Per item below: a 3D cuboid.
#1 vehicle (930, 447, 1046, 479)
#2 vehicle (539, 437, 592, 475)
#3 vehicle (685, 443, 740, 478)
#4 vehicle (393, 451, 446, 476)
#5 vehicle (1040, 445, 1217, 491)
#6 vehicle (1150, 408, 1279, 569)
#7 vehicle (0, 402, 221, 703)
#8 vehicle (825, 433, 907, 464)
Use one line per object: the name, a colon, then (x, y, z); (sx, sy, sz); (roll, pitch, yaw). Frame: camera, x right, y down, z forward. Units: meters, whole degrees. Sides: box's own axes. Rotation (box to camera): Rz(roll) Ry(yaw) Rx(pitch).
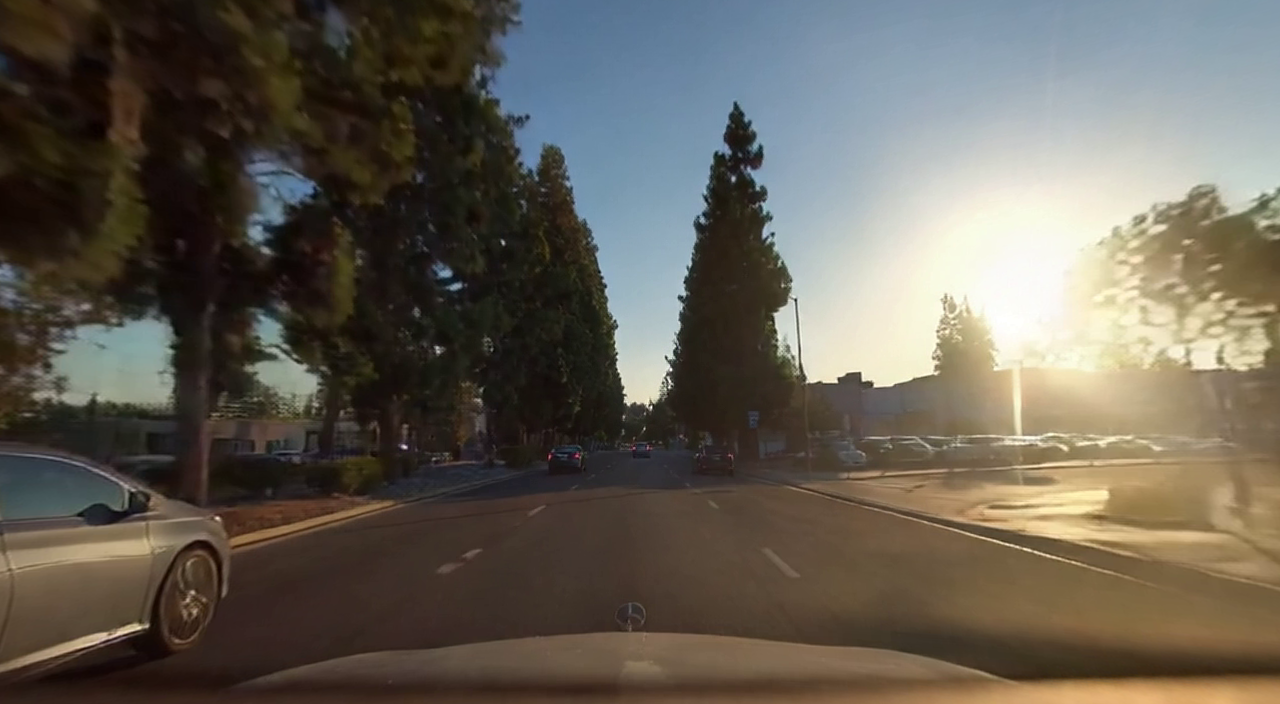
vehicle: (16.818, 5.328, 30.525); (4.717, 1.461, 1.874); (2, -9, -11)
vehicle: (-3.645, 5.204, 31.647); (2.051, 1.747, 4.370); (0, -9, 1)
vehicle: (3.309, 5.055, 29.652); (2.010, 1.486, 4.498); (0, -9, -1)
vehicle: (-14.717, 7.437, 42.293); (1.977, 1.491, 4.496); (1, -8, -1)
vehicle: (16.749, 3.982, 21.739); (4.624, 1.460, 1.901); (1, -9, -4)
vehicle: (9.305, 1.631, 7.739); (4.526, 1.768, 2.056); (1, -9, -8)
vehicle: (-3.924, 0.831, 1.760); (1.988, 1.530, 5.155); (0, -9, 0)
vehicle: (14.118, 6.081, 39.744); (2.097, 1.779, 4.720); (4, -9, -24)
